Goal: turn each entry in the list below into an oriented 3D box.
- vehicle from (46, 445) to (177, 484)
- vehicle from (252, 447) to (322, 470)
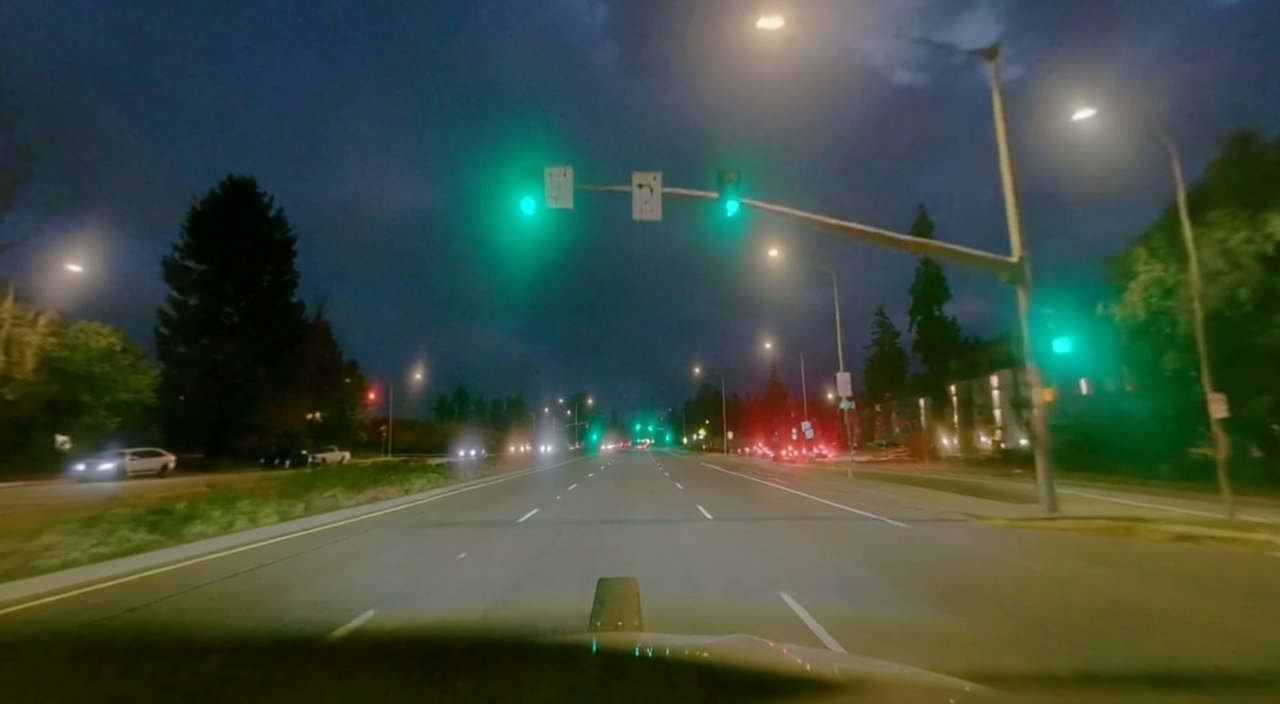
[{"bbox_3d":[-25.136,5.328,30.353,1.908,1.719,4.972,0,-8,1],"label":"vehicle"},{"bbox_3d":[-24.777,7.474,44.576,1.916,1.524,4.993,-1,-8,3],"label":"vehicle"}]
